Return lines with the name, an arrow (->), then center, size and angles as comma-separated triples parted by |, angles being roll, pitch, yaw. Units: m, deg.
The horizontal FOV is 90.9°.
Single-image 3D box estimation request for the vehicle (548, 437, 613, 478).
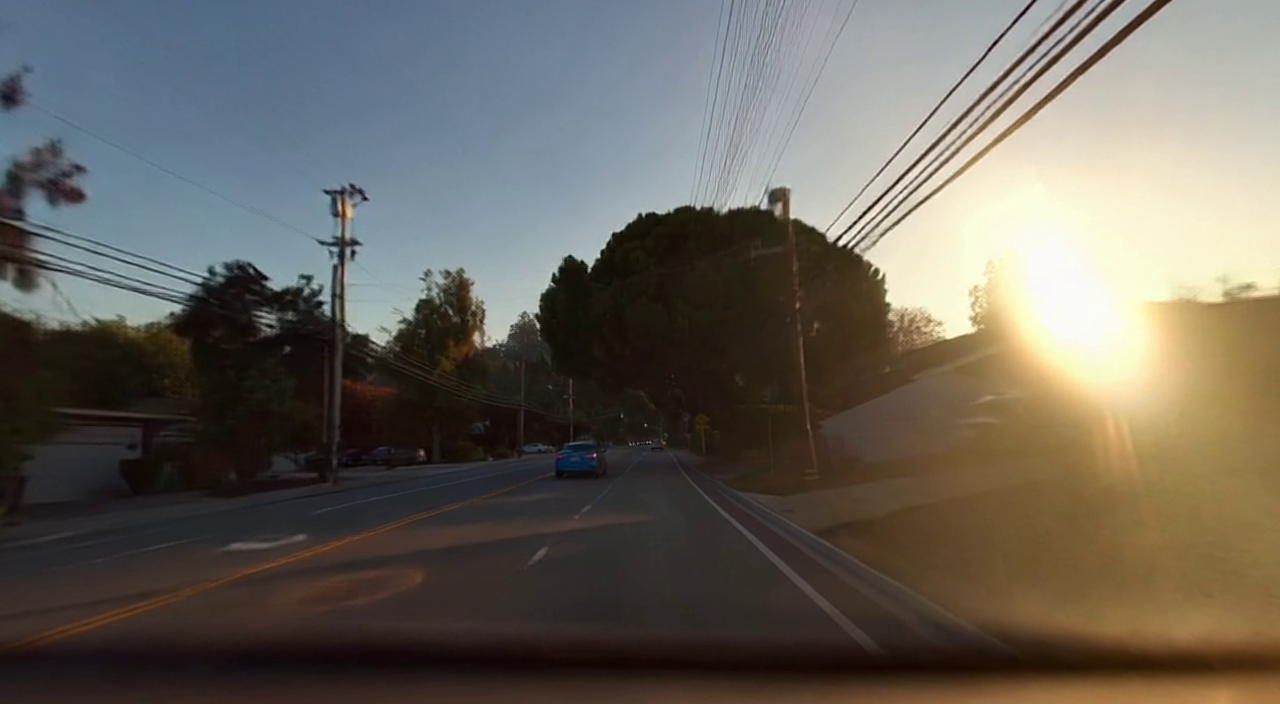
vehicle -> -2.362, 4.370, 26.451 | 2.085, 1.512, 5.023 | 0, -8, 2
